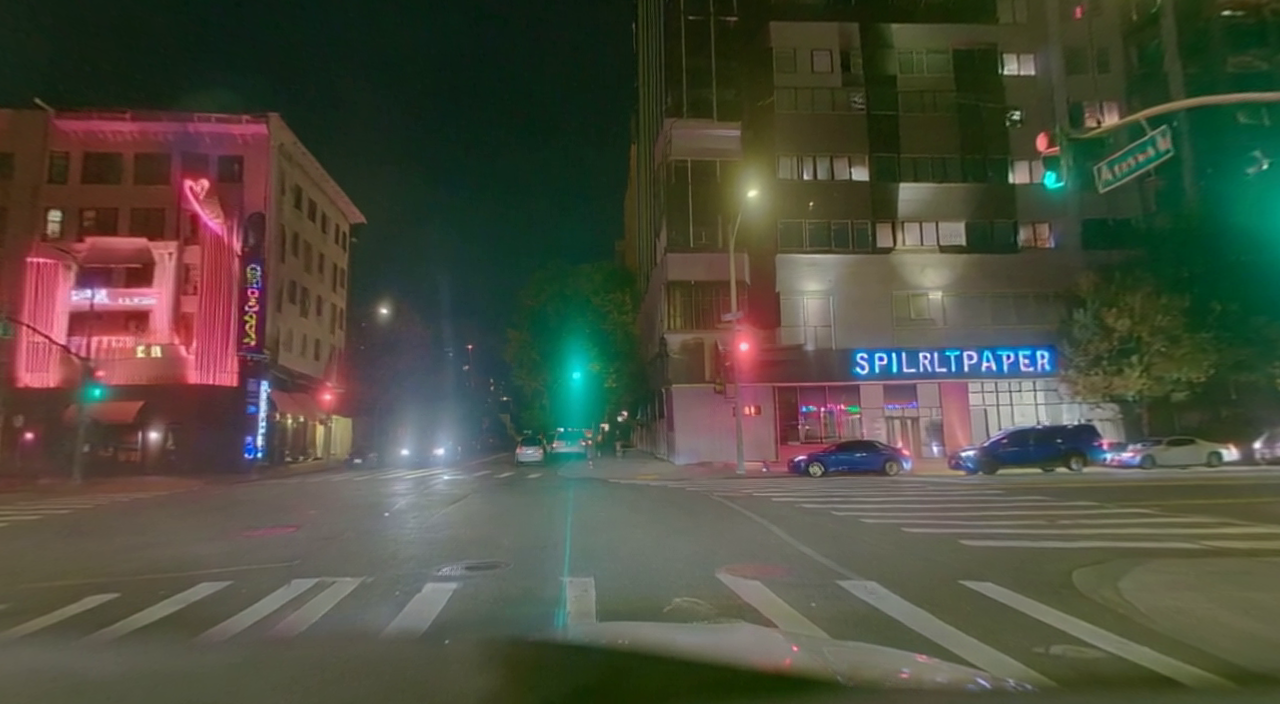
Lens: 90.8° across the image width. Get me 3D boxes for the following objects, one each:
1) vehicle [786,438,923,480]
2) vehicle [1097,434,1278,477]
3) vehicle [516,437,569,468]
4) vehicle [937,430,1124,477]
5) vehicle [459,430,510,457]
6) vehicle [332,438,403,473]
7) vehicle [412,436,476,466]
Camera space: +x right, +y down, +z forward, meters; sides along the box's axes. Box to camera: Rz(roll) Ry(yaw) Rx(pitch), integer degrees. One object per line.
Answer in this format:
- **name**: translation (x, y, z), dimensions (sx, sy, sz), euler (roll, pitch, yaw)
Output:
- **vehicle**: translation (7.851, 3.955, 23.450), dimensions (4.426, 1.446, 1.795), euler (0, -9, 0)
- **vehicle**: translation (19.772, 3.758, 22.964), dimensions (4.782, 1.455, 1.936), euler (0, -9, -2)
- **vehicle**: translation (-5.014, 5.230, 33.004), dimensions (1.892, 1.481, 4.365), euler (-1, -9, 2)
- **vehicle**: translation (14.203, 3.723, 23.244), dimensions (5.420, 1.609, 2.063), euler (0, -9, 1)
- **vehicle**: translation (-10.602, 6.272, 43.390), dimensions (2.181, 1.723, 4.692), euler (-1, -9, 2)
- **vehicle**: translation (-14.948, 5.636, 34.861), dimensions (1.933, 1.461, 4.393), euler (-4, -6, 0)
- **vehicle**: translation (-10.370, 5.278, 33.820), dimensions (2.119, 1.485, 4.472), euler (0, -9, -2)
